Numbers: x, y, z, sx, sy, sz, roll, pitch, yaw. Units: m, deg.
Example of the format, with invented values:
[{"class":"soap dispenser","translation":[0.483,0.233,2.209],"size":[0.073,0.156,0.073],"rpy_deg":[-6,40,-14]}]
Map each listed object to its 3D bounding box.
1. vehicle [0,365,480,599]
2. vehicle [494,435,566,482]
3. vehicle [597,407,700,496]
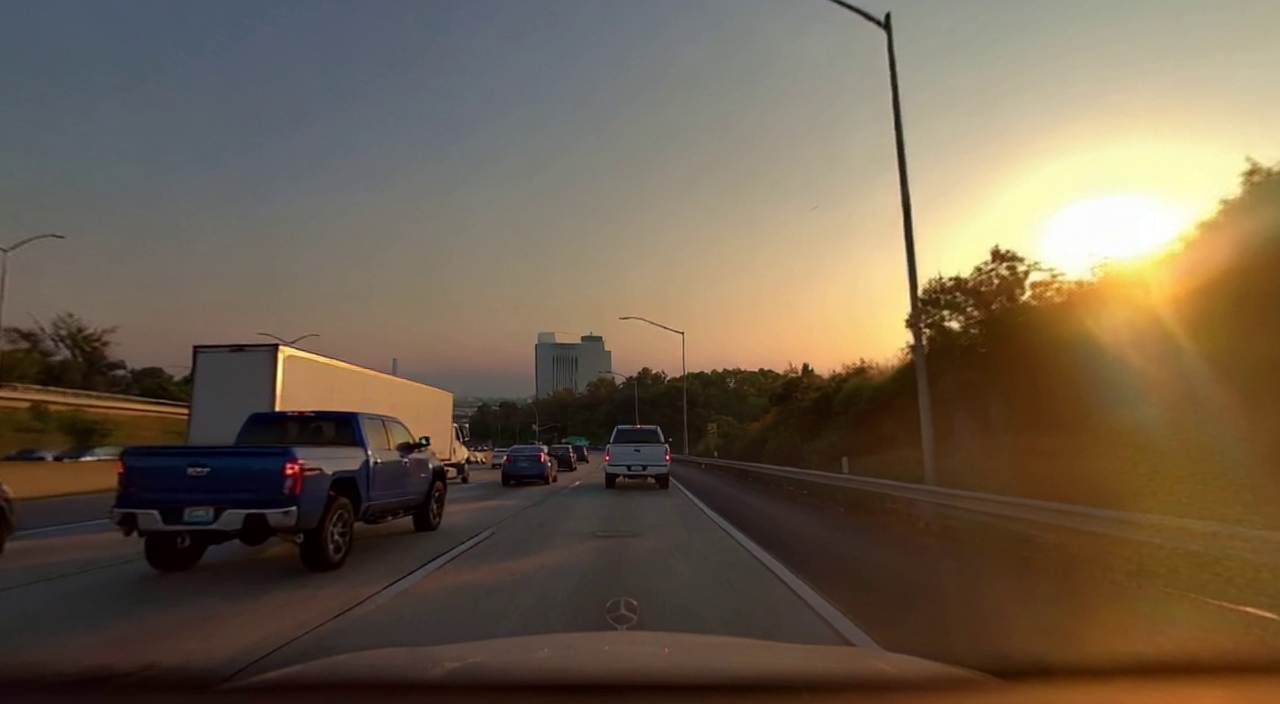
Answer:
[{"class":"vehicle","translation":[-4.153,1.520,8.251],"size":[2.575,1.958,5.730],"rpy_deg":[0,-9,0]},{"class":"vehicle","translation":[-4.705,4.661,27.852],"size":[2.329,1.859,4.823],"rpy_deg":[0,-9,0]},{"class":"vehicle","translation":[0.129,3.396,21.737],"size":[2.886,2.471,7.692],"rpy_deg":[0,-9,-2]}]
